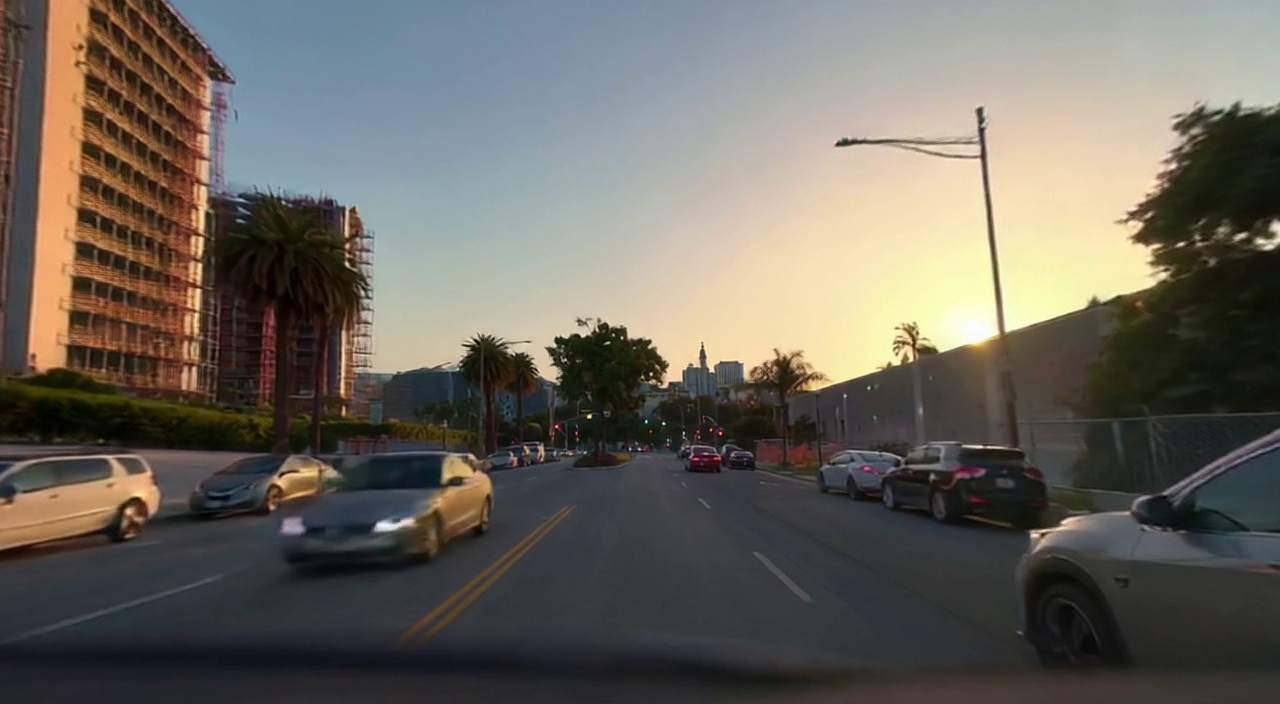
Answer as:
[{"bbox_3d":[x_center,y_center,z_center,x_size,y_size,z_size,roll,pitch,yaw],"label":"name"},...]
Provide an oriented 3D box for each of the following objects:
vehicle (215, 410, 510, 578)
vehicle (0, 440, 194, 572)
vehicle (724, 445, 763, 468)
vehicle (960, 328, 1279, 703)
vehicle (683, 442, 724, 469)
[{"bbox_3d":[-3.327,1.791,8.767,2.096,1.716,4.300,0,-8,0],"label":"vehicle"},{"bbox_3d":[-9.658,2.242,9.556,2.051,1.762,5.059,-1,-8,1],"label":"vehicle"},{"bbox_3d":[6.961,7.051,42.847,1.819,1.435,4.337,0,-8,0],"label":"vehicle"},{"bbox_3d":[3.103,0.742,1.911,1.953,1.687,4.344,0,-8,0],"label":"vehicle"},{"bbox_3d":[3.611,5.984,36.711,1.999,1.487,3.939,0,-8,0],"label":"vehicle"}]
